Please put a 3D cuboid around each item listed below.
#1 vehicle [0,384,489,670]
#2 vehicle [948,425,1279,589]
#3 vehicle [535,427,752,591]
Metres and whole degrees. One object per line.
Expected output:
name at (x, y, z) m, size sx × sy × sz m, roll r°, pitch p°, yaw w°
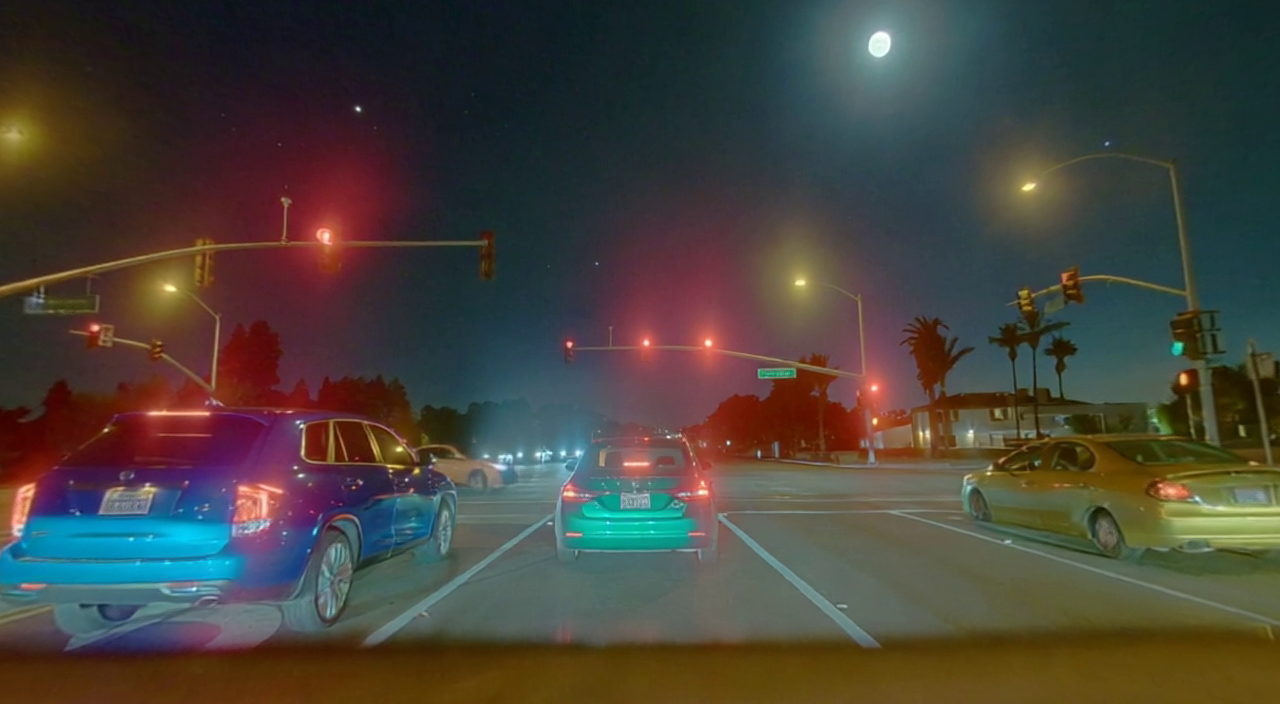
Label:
vehicle at (-3.102, 1.366, 6.066) m, size 2.051 × 1.682 × 4.467 m, roll 0°, pitch -8°, yaw 2°
vehicle at (6.091, 1.758, 8.099) m, size 1.970 × 1.489 × 4.482 m, roll 0°, pitch -8°, yaw -1°
vehicle at (0.001, 1.706, 7.714) m, size 1.942 × 1.445 × 3.973 m, roll 0°, pitch -8°, yaw -1°
